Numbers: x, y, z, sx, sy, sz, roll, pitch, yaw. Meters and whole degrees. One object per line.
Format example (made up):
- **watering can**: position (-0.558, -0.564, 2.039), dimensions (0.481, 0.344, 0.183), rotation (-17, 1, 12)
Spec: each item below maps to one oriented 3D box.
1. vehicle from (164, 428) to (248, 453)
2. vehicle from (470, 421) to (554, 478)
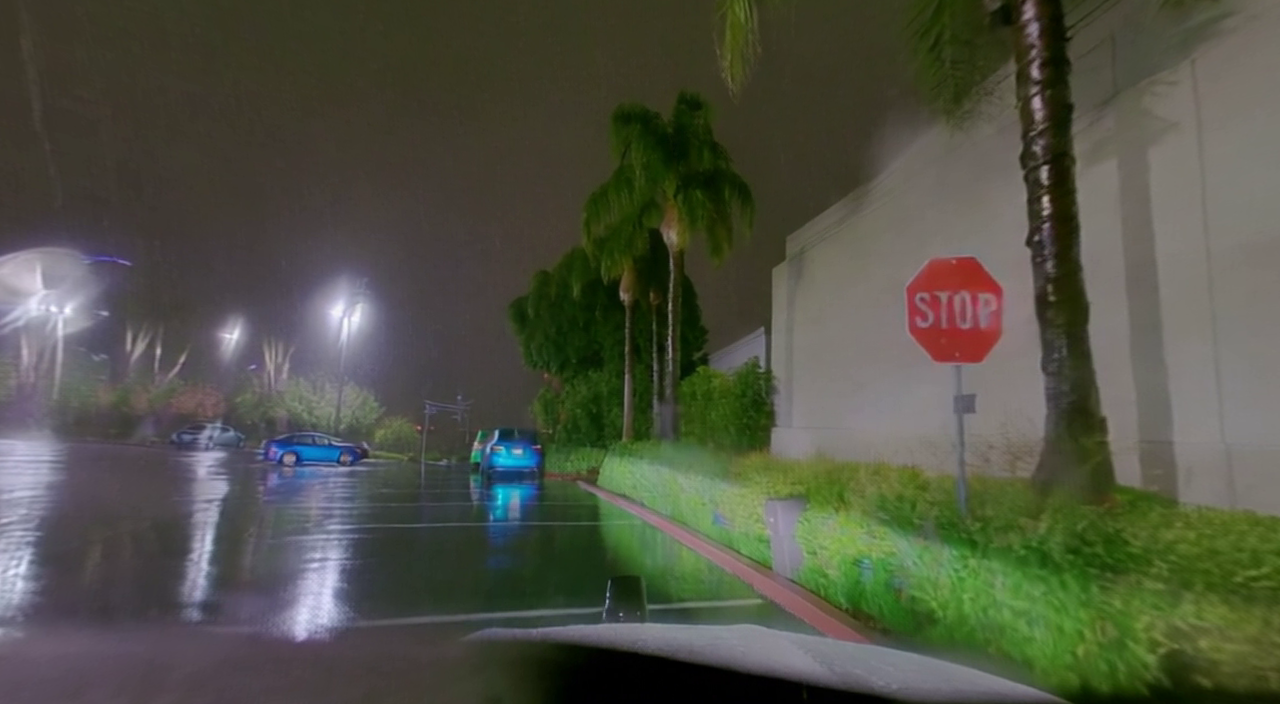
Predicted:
- **vehicle**: position (-29.133, 5.967, 42.558), dimensions (4.457, 1.552, 1.748), rotation (5, -10, -33)
- **vehicle**: position (-4.439, 3.272, 21.319), dimensions (2.071, 1.700, 4.367), rotation (3, -9, -20)
